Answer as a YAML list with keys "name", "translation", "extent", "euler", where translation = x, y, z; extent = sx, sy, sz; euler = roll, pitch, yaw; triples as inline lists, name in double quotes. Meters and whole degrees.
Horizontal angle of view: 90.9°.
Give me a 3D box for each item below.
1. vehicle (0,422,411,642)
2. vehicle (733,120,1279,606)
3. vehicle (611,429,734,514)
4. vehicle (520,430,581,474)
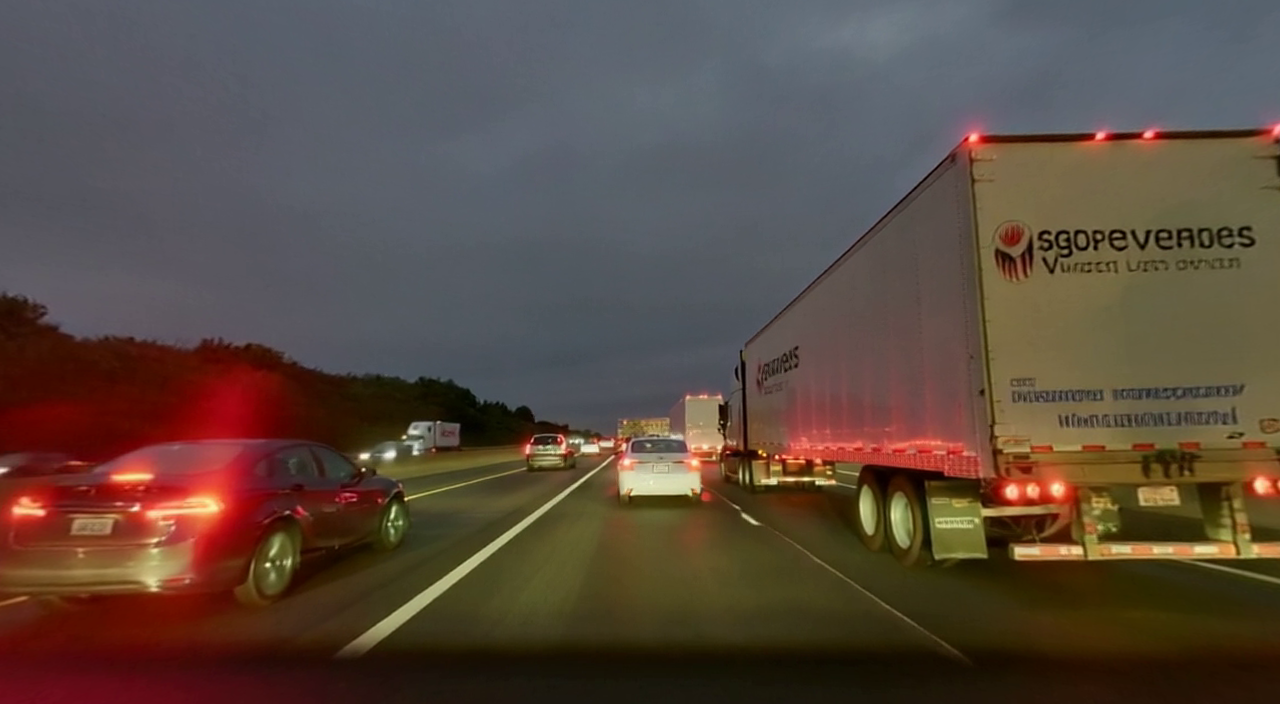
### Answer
- name: "vehicle"
  translation: [-4.373, 1.548, 6.700]
  extent: [2.100, 1.491, 4.676]
  euler: [0, -8, 0]
- name: "vehicle"
  translation: [4.428, 0.955, 12.390]
  extent: [2.883, 4.070, 14.423]
  euler: [0, -8, 0]
- name: "vehicle"
  translation: [0.498, 2.413, 13.393]
  extent: [2.200, 1.495, 4.282]
  euler: [0, -8, -2]
- name: "vehicle"
  translation: [-3.826, 4.342, 27.708]
  extent: [2.006, 1.729, 4.447]
  euler: [0, -8, 0]
